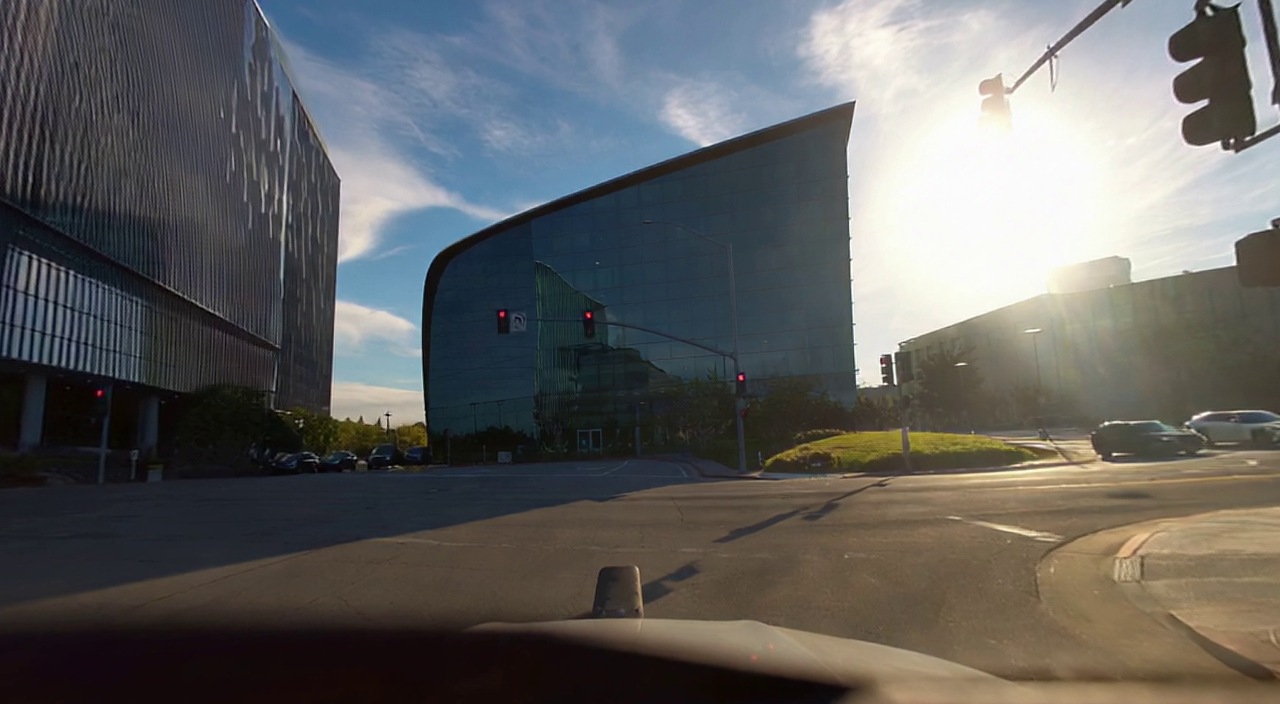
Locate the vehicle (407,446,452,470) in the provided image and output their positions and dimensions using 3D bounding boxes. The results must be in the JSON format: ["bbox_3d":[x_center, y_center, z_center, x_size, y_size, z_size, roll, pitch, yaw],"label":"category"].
[{"bbox_3d":[-15.146,7.641,45.577,1.932,1.605,4.146,1,-9,-2],"label":"vehicle"}]

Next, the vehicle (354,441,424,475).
[{"bbox_3d":[-14.891,6.307,37.729,2.091,1.915,5.040,0,-9,0],"label":"vehicle"}]

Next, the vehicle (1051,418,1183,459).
[{"bbox_3d":[19.072,3.524,25.495,1.834,1.480,4.458,0,-9,-1],"label":"vehicle"}]

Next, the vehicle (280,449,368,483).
[{"bbox_3d":[-14.805,5.333,29.794,1.790,1.437,4.349,0,-9,2],"label":"vehicle"}]

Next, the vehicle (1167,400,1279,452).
[{"bbox_3d":[24.408,3.026,25.195,2.109,1.836,5.080,-2,-10,0],"label":"vehicle"}]
